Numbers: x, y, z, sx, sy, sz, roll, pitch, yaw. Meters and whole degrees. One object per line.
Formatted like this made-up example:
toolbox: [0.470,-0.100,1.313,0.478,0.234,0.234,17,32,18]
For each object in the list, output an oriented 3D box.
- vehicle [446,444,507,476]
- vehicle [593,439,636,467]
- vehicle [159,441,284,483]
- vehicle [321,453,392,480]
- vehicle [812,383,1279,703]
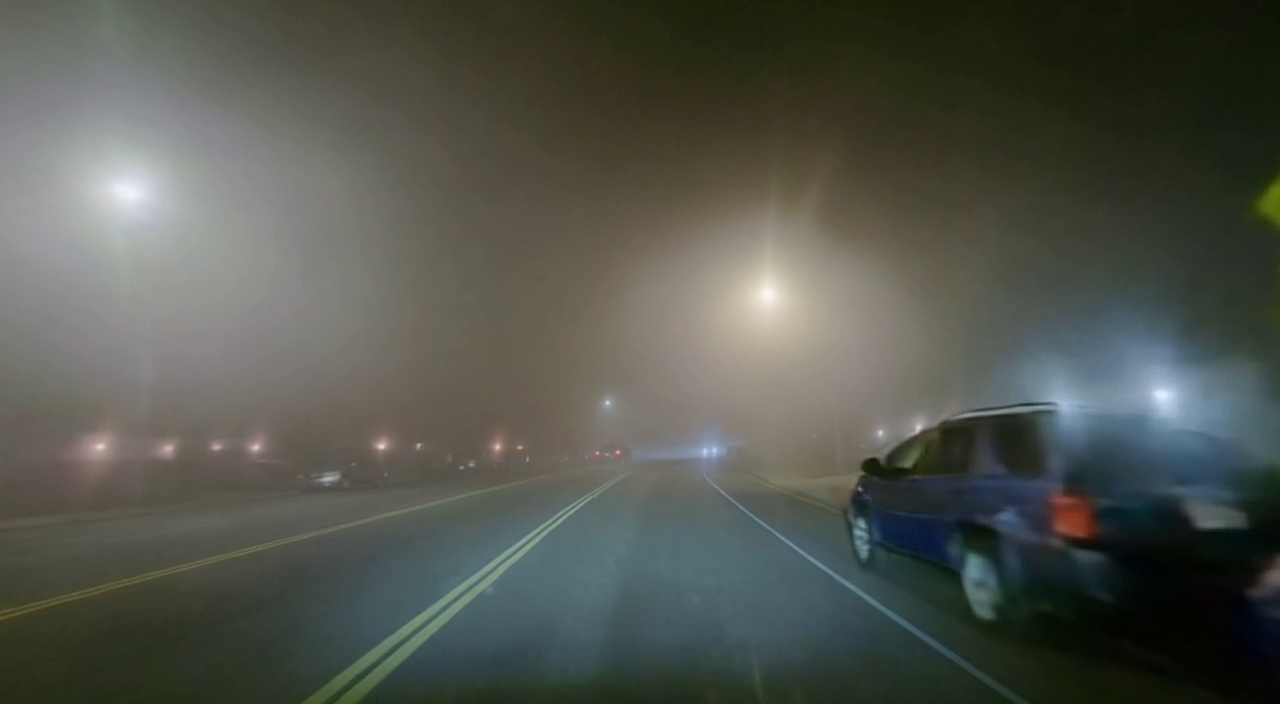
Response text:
vehicle: [-11.274,7.482,44.081,2.157,1.882,5.479,-6,-9,7]
vehicle: [-1.650,6.719,42.203,2.135,1.731,4.232,-1,-8,8]
vehicle: [-19.824,5.239,30.038,4.628,1.808,1.899,0,-12,6]
vehicle: [-16.529,6.673,37.047,1.872,1.396,4.150,-1,-8,7]
vehicle: [3.444,1.331,5.287,2.558,1.636,5.261,0,-8,0]
